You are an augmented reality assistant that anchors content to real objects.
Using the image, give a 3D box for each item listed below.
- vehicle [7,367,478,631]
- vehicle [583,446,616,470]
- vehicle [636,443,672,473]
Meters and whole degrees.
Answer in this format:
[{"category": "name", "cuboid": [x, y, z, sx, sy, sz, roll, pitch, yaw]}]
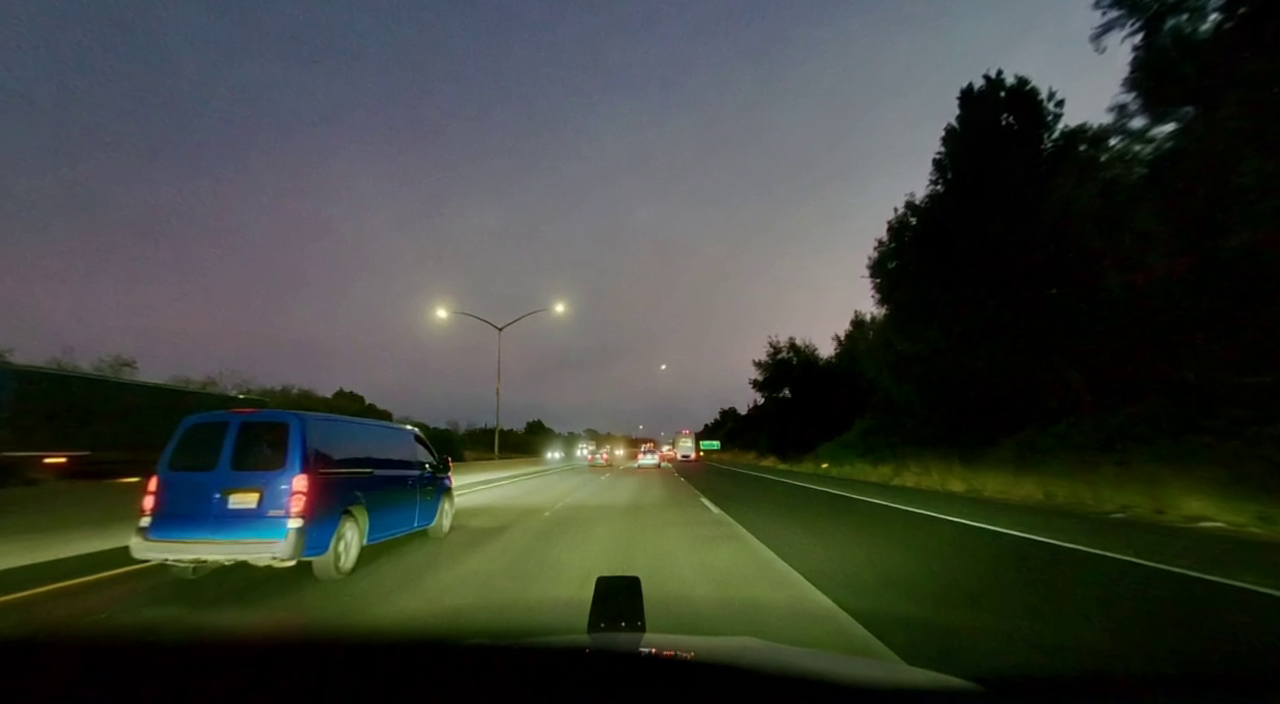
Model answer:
[{"category": "vehicle", "cuboid": [-3.676, 1.502, 7.392, 2.167, 1.991, 5.062, 0, -9, 0]}, {"category": "vehicle", "cuboid": [-2.979, 7.984, 47.637, 2.112, 1.707, 4.530, -1, -9, 1]}, {"category": "vehicle", "cuboid": [0.897, 6.794, 40.605, 2.209, 1.825, 4.036, -1, -9, 1]}]
